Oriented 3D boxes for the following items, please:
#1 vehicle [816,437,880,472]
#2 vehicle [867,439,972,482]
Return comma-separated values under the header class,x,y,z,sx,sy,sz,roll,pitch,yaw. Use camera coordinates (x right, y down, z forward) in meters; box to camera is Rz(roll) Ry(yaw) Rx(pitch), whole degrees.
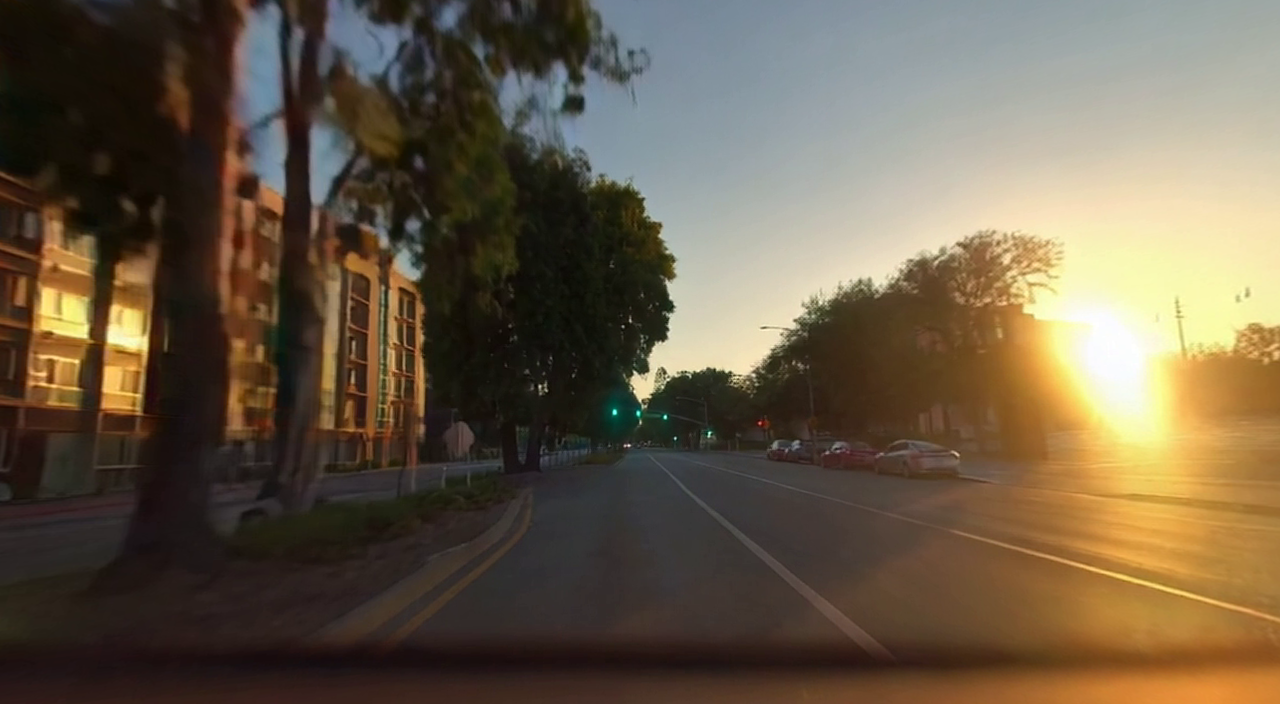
class,x,y,z,sx,sy,sz,roll,pitch,yaw
vehicle,10.471,5.186,32.050,1.889,1.631,4.021,0,-9,0
vehicle,10.369,4.041,23.877,1.956,1.462,4.306,0,-8,-1
